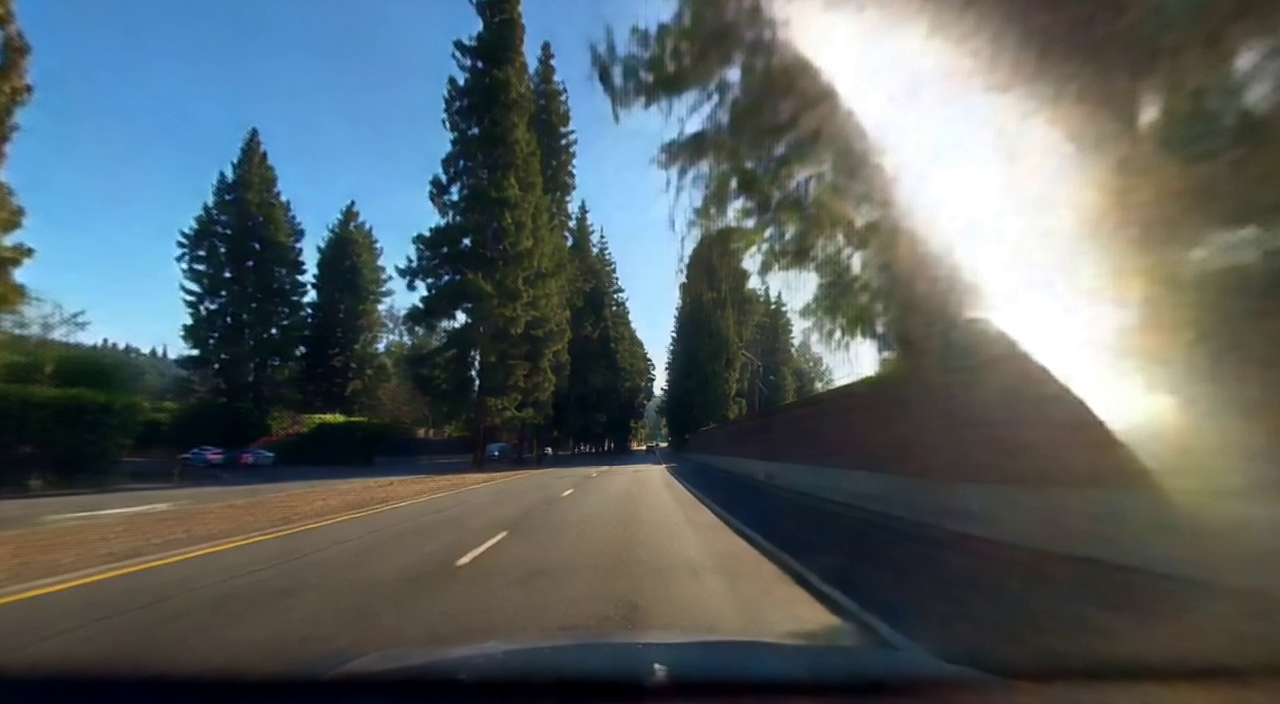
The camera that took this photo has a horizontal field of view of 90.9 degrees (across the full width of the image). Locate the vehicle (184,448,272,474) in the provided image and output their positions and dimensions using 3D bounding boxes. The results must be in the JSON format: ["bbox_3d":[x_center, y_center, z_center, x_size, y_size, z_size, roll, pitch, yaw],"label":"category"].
[{"bbox_3d":[-25.950,6.854,39.832,4.188,1.536,1.845,0,-8,-3],"label":"vehicle"}]
